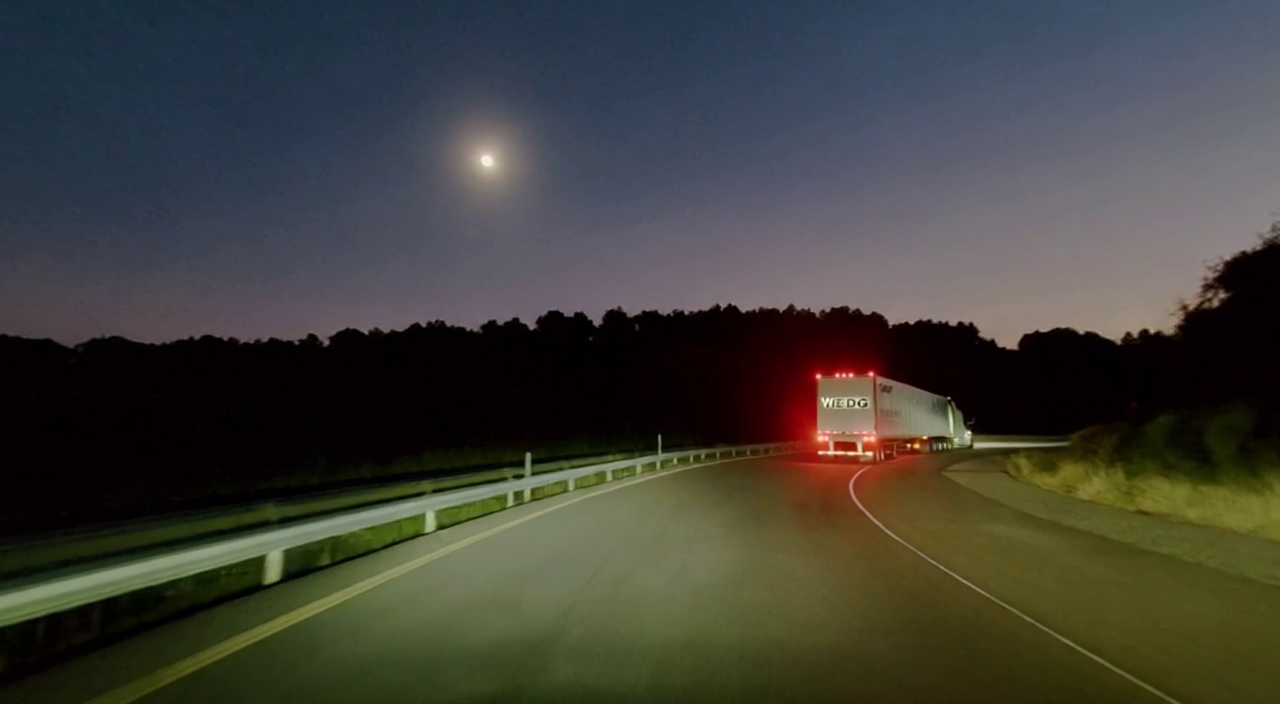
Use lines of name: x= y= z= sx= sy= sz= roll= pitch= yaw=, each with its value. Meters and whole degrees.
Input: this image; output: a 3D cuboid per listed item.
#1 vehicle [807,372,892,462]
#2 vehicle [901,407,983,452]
vehicle: x=9.532 y=3.003 z=28.462 sx=2.963 sy=3.771 sz=3.137 roll=-4 pitch=-9 yaw=29
vehicle: x=18.677 y=4.796 z=38.673 sx=6.650 sy=2.524 sz=2.120 roll=7 pitch=-11 yaw=-43
